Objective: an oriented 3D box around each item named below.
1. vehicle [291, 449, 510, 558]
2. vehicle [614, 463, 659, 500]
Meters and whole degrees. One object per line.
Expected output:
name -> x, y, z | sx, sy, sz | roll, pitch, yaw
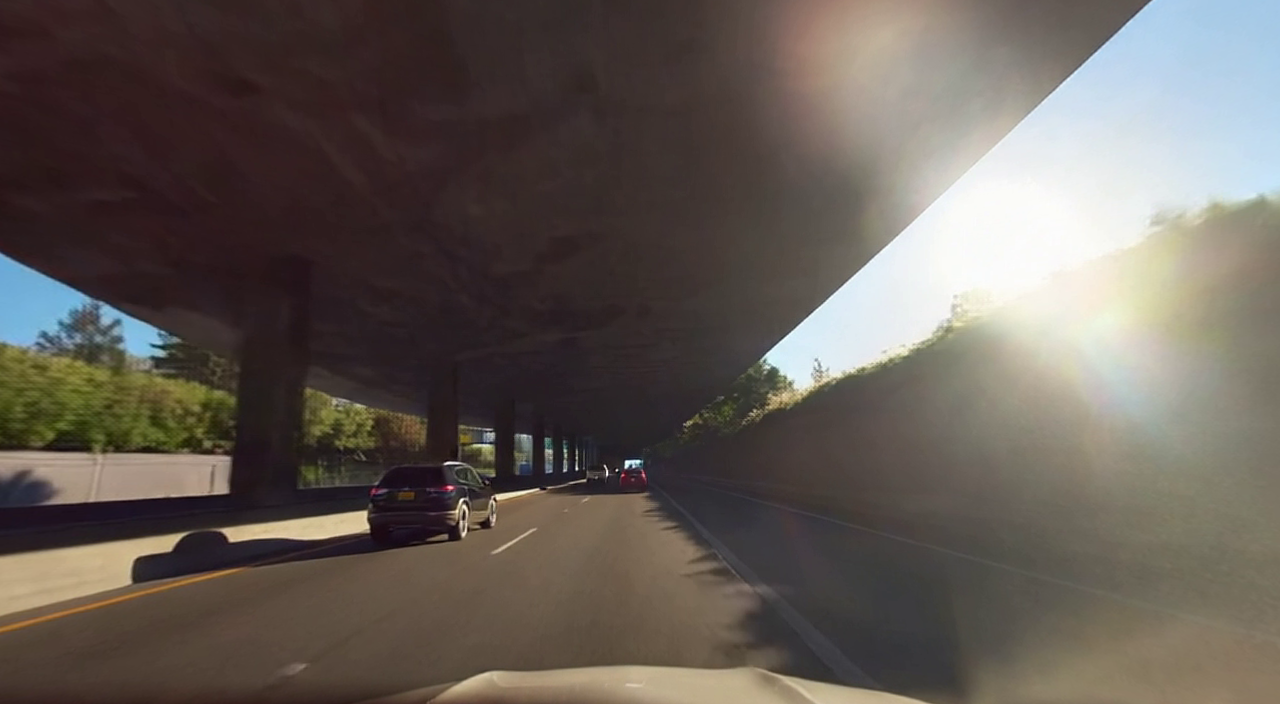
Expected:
vehicle -> -3.962, 2.637, 11.519 | 2.102, 1.521, 4.687 | 1, -11, 1
vehicle -> -0.185, 6.026, 29.481 | 1.992, 1.601, 3.762 | 1, -11, -1
